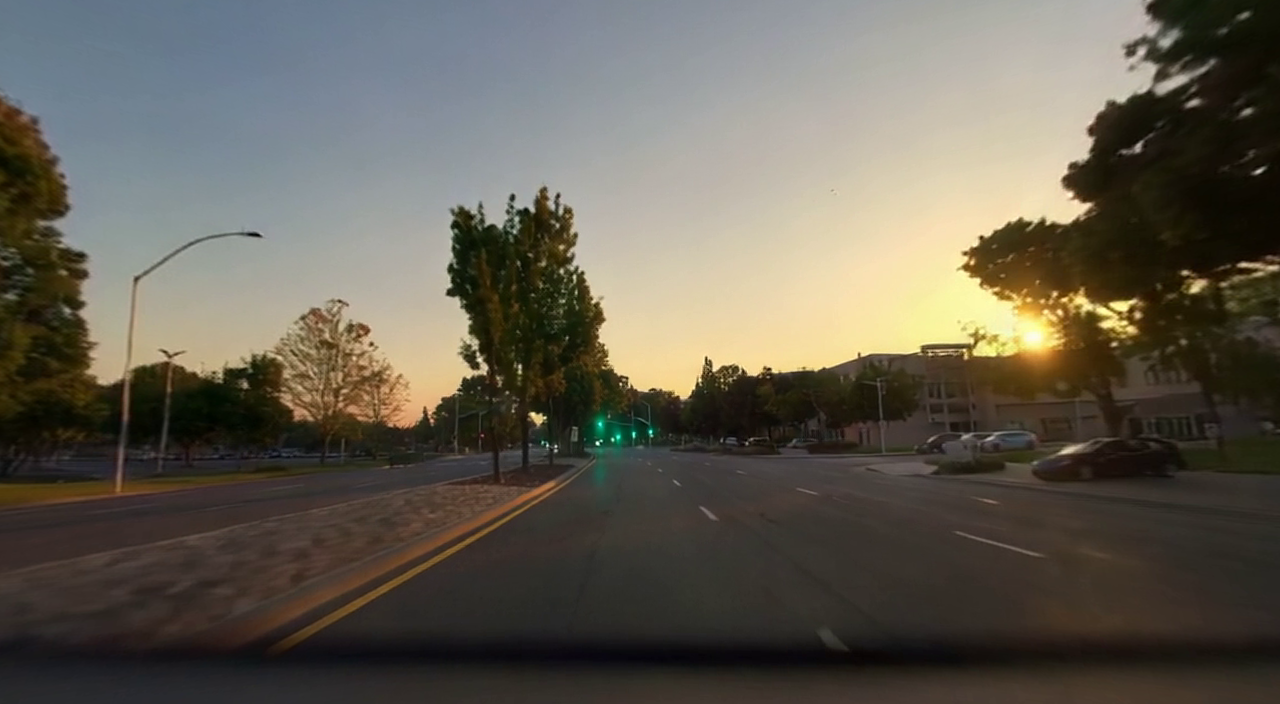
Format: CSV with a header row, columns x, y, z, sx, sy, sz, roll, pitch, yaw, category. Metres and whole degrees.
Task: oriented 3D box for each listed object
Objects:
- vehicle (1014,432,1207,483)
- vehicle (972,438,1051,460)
x,y,z,sx,sy,sz,roll,pitch,yaw,category
15.918,3.582,21.531,4.982,1.441,1.951,-2,-8,-1,vehicle
24.789,6.467,42.115,4.053,1.376,1.945,1,-9,-3,vehicle
